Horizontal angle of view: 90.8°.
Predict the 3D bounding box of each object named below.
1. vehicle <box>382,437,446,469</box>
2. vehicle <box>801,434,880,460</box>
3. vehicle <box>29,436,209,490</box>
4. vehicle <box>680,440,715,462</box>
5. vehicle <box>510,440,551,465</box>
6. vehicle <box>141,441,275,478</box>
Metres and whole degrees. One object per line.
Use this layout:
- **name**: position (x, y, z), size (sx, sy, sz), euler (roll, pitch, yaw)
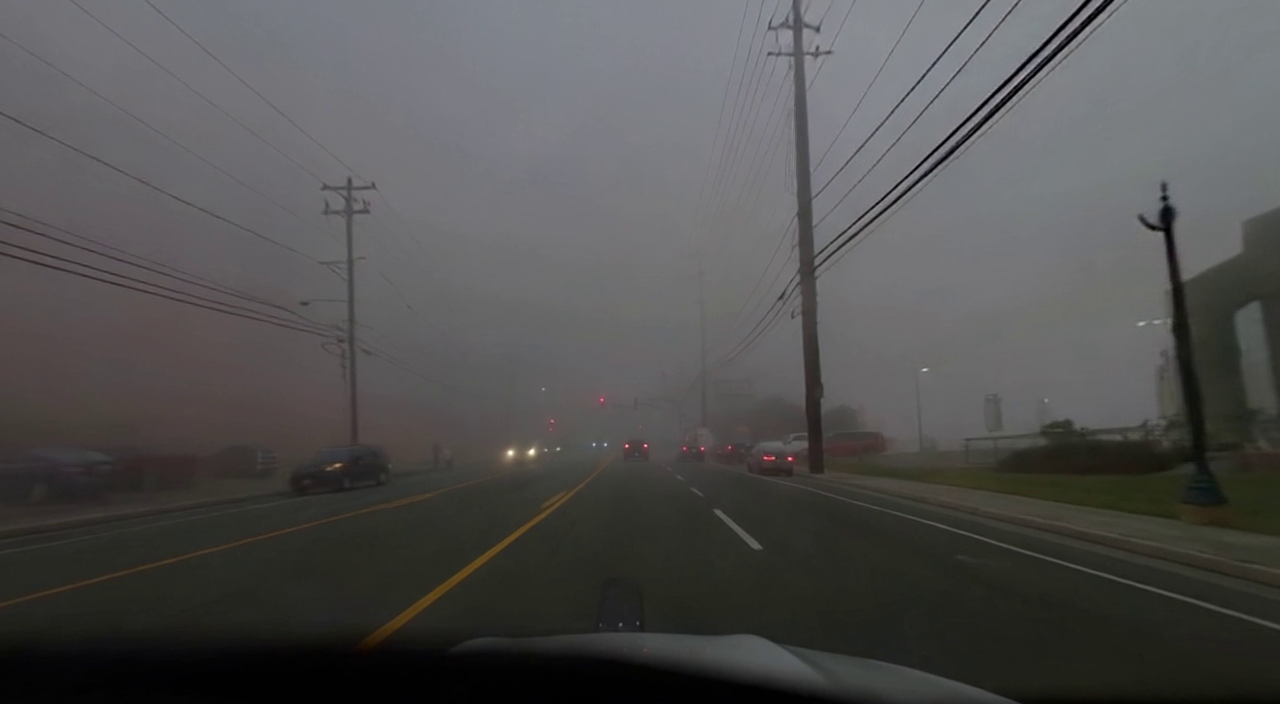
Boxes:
- **vehicle**: position (-13.814, 6.195, 38.954), size (2.044, 1.830, 4.800), euler (-1, -9, 2)
- **vehicle**: position (15.168, 7.180, 47.974), size (5.307, 1.877, 2.052), euler (0, -8, -1)
- **vehicle**: position (-18.370, 3.921, 22.476), size (4.455, 1.772, 2.048), euler (0, -9, -3)
- **vehicle**: position (4.009, 6.945, 44.469), size (1.926, 1.482, 4.442), euler (0, -8, -1)
- **vehicle**: position (-7.412, 6.843, 43.117), size (1.952, 1.536, 4.623), euler (0, -9, 0)
- **vehicle**: position (-19.392, 4.831, 28.480), size (4.667, 1.539, 1.976), euler (-1, -9, 4)
